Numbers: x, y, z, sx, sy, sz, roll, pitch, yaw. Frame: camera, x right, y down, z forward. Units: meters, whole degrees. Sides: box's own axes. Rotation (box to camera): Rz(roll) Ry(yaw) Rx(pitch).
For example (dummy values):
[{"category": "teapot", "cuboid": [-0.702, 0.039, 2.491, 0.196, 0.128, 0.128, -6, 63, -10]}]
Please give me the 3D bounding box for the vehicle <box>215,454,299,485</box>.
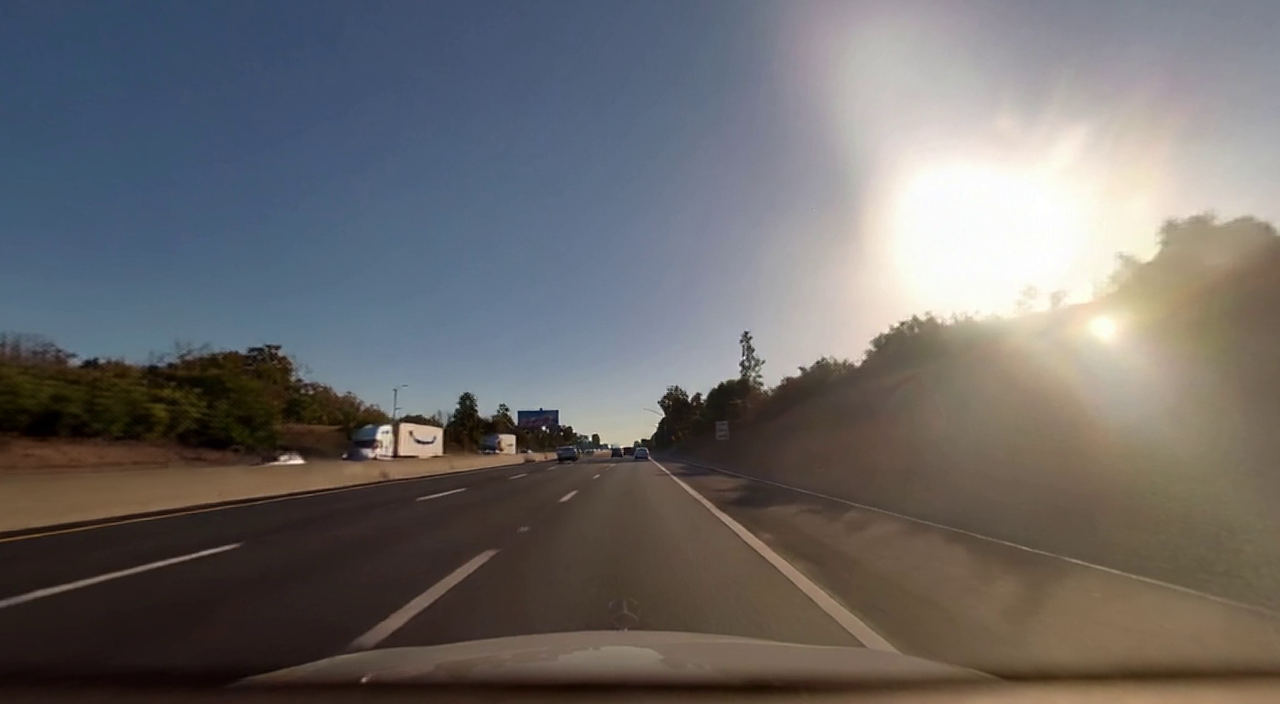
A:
[{"category": "vehicle", "cuboid": [-19.209, 5.862, 31.823, 1.730, 1.403, 3.973, 0, -9, 0]}]
